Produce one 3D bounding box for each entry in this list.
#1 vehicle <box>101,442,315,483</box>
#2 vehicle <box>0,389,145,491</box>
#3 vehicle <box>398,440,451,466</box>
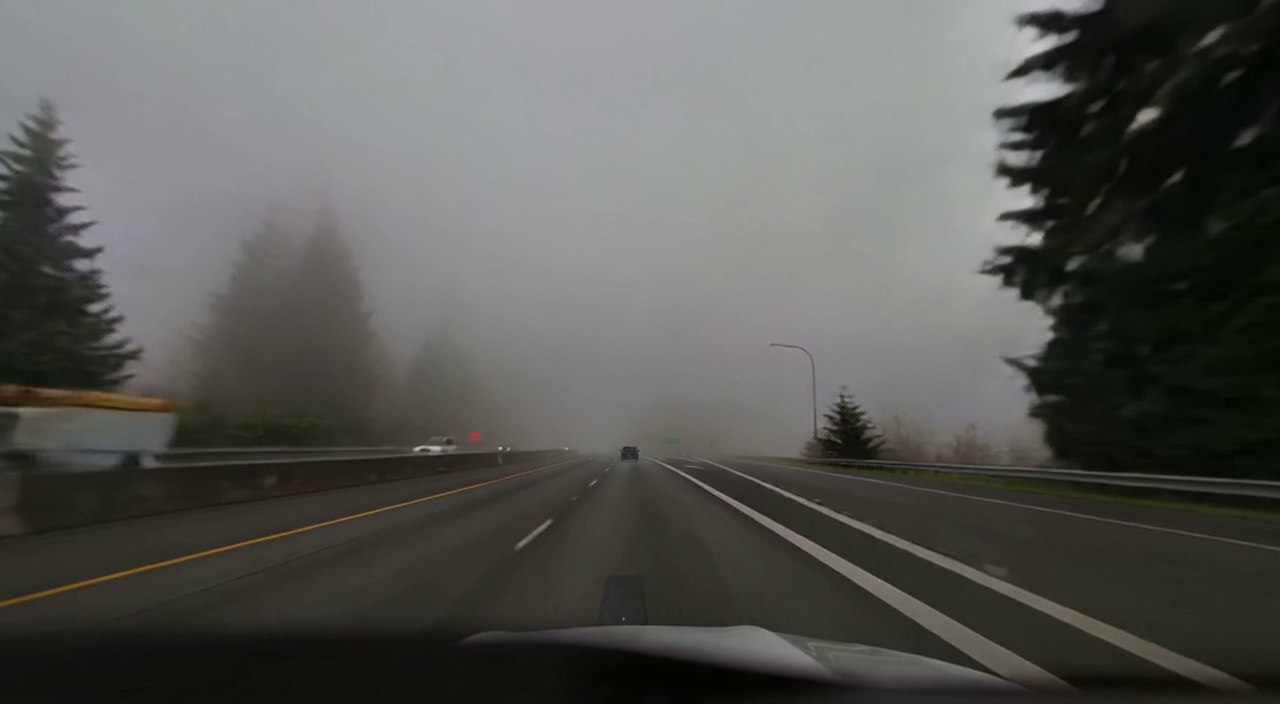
[{"bbox_3d":[-16.916,4.397,25.762,2.583,1.363,8.841,0,-9,0],"label":"vehicle"},{"bbox_3d":[-16.822,2.272,16.195,2.404,2.444,7.112,0,-9,0],"label":"vehicle"},{"bbox_3d":[-13.037,6.142,38.406,1.849,1.471,3.999,0,-9,-1],"label":"vehicle"}]
